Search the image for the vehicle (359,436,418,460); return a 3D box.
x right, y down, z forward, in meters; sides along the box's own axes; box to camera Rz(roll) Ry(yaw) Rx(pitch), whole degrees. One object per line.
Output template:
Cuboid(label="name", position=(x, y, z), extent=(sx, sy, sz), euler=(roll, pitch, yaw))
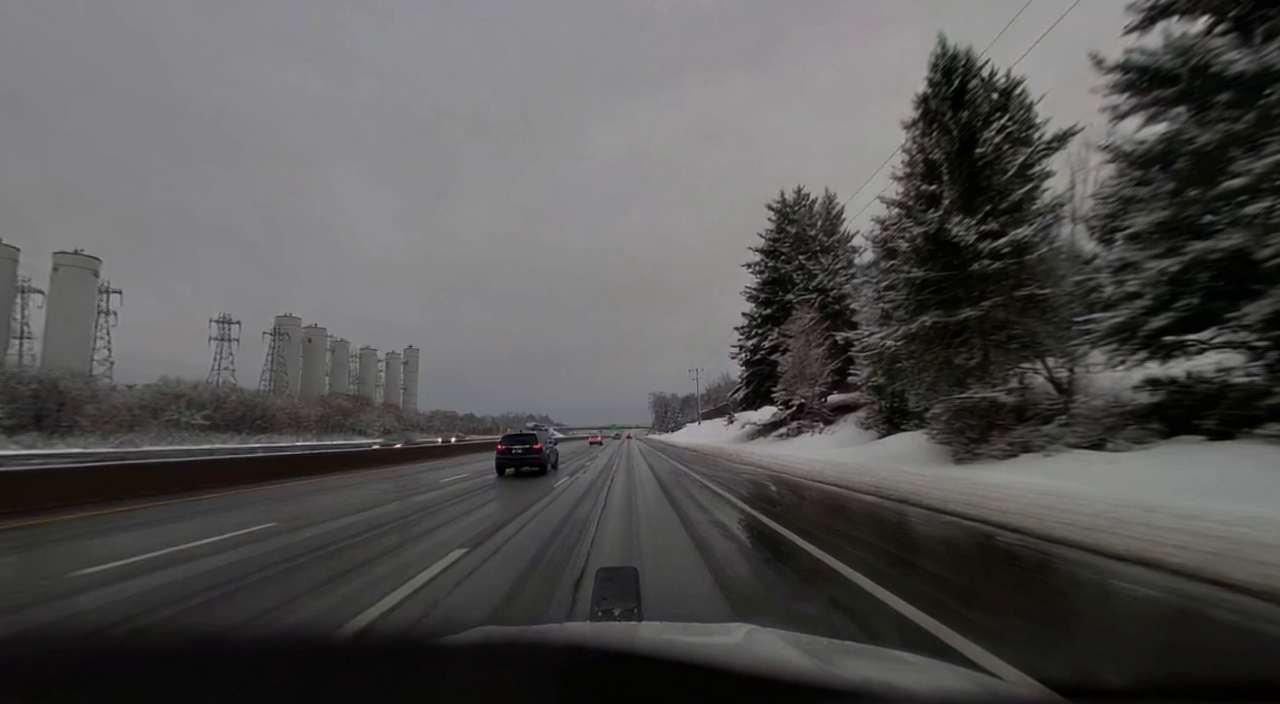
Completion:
Cuboid(label="vehicle", position=(-15.955, 6.082, 40.215), extent=(1.888, 1.445, 4.482), euler=(0, -8, 0))

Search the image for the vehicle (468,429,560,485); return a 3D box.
Cuboid(label="vehicle", position=(-3.606, 3.060, 18.763), extent=(1.952, 1.462, 3.969), euler=(0, -8, 0))
